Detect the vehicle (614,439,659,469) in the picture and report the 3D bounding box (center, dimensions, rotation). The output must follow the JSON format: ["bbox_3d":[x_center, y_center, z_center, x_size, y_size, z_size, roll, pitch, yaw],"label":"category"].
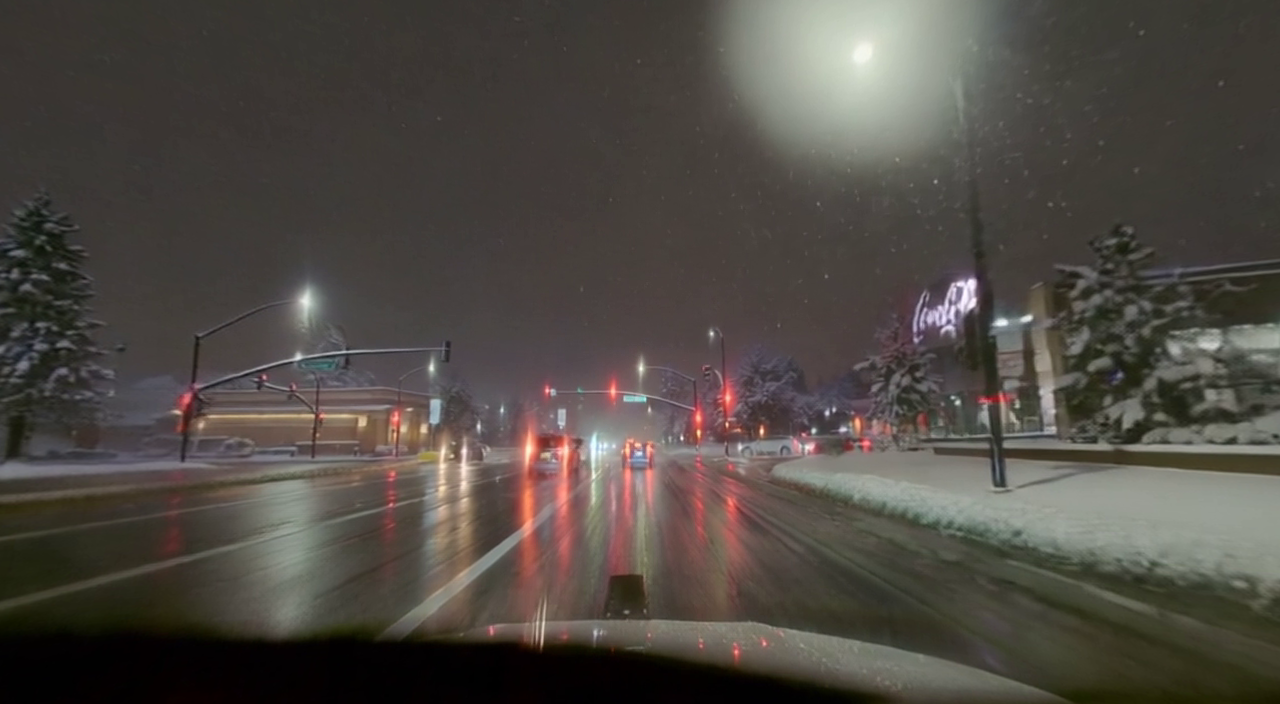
[{"bbox_3d":[-0.135,5.457,34.070,2.258,1.507,3.896,-1,-8,2],"label":"vehicle"}]

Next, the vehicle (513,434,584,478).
[{"bbox_3d":[-3.414,3.997,24.461,2.029,1.517,4.375,0,-8,1],"label":"vehicle"}]

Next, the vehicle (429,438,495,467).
[{"bbox_3d":[-9.733,5.542,34.891,2.096,1.474,4.585,-1,-8,3],"label":"vehicle"}]
